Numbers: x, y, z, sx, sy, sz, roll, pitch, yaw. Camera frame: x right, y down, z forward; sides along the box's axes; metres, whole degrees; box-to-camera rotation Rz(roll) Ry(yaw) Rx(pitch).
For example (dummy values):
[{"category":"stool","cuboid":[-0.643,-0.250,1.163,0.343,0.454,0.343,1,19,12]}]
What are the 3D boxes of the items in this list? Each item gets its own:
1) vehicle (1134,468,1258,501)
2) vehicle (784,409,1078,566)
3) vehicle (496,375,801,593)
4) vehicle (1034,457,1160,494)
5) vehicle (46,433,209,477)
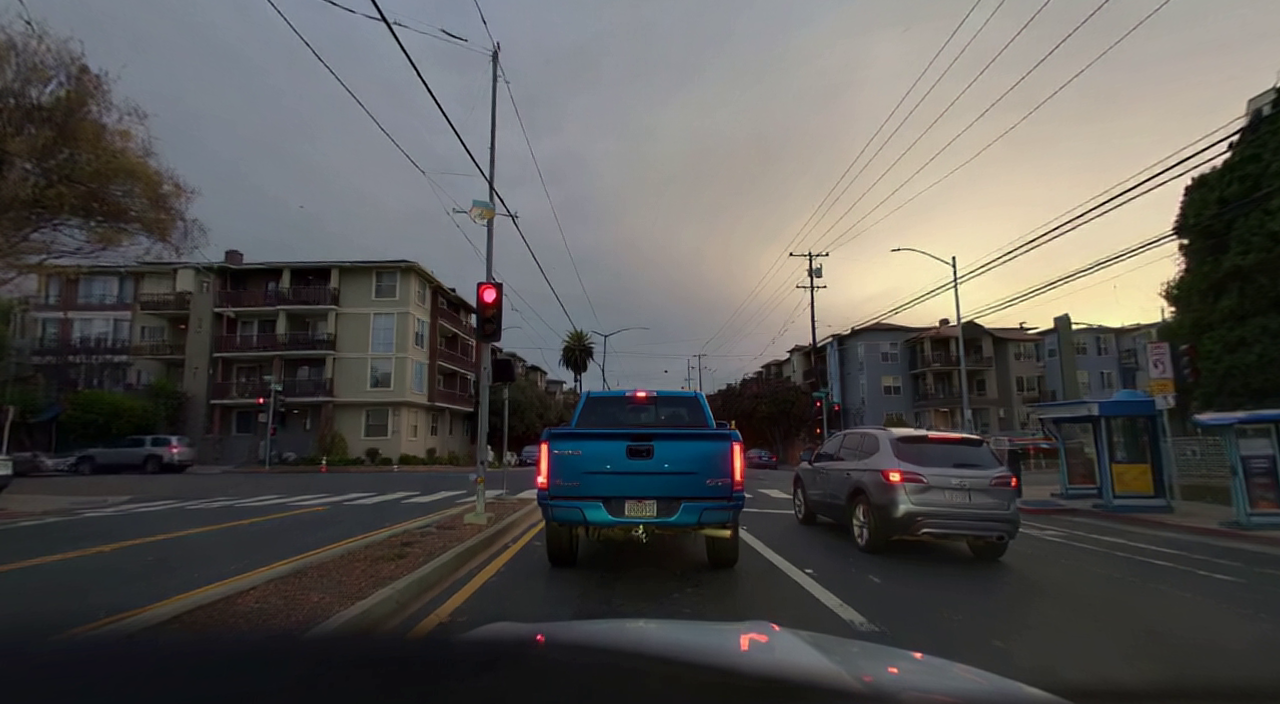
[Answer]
[{"category":"vehicle","cuboid":[26.384,6.284,29.999,4.071,1.388,1.884,0,-8,1]},{"category":"vehicle","cuboid":[3.845,1.887,9.579,2.131,1.759,4.762,0,-8,-1]},{"category":"vehicle","cuboid":[0.106,1.559,8.300,2.738,1.959,5.070,0,-8,1]},{"category":"vehicle","cuboid":[21.791,5.893,30.177,4.498,1.618,1.843,0,-8,0]},{"category":"vehicle","cuboid":[-21.460,4.331,26.546,5.043,1.766,1.980,0,-9,-1]}]
